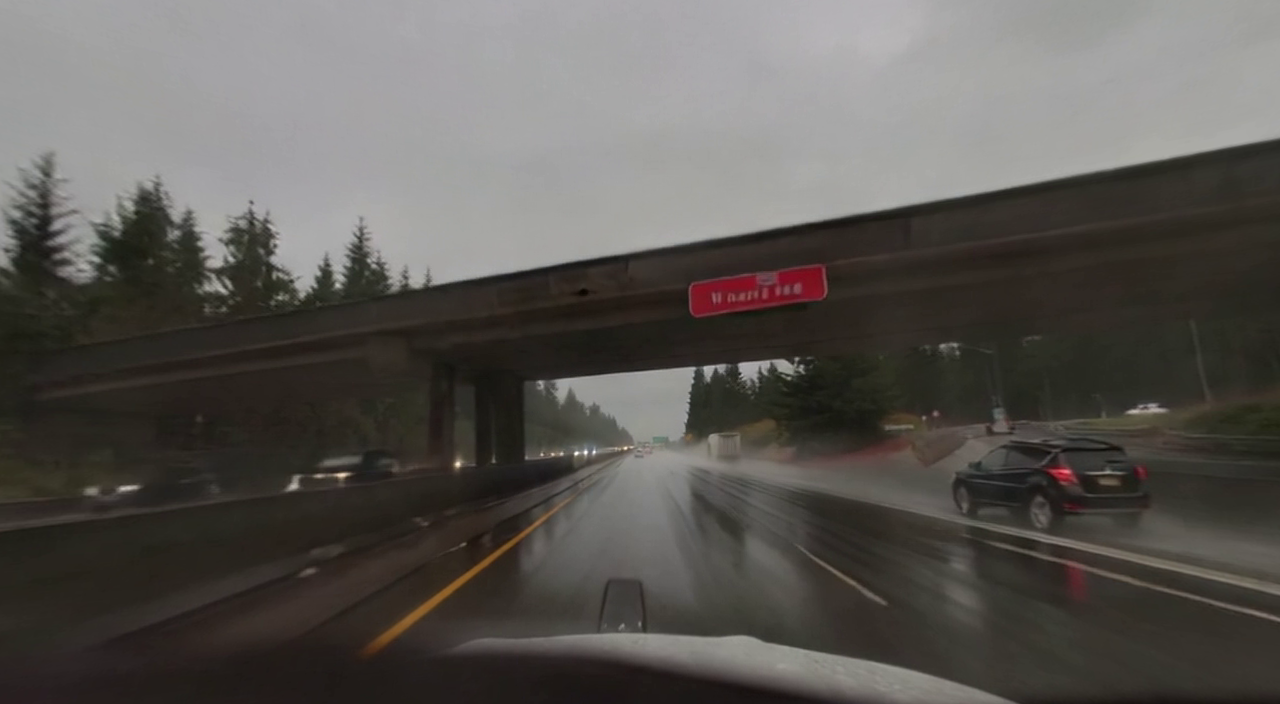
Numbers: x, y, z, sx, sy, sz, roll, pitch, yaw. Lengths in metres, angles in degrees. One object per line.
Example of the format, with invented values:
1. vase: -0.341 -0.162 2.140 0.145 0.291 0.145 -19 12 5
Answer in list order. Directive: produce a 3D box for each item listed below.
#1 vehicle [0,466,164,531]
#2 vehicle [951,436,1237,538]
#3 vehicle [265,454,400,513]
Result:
1. vehicle: -16.282 4.058 17.976 1.850 1.488 4.530 0 -9 -1
2. vehicle: 7.725 2.329 11.414 1.987 1.473 4.244 0 -9 0
3. vehicle: -8.452 3.619 17.744 1.901 1.453 3.747 0 -9 -1
